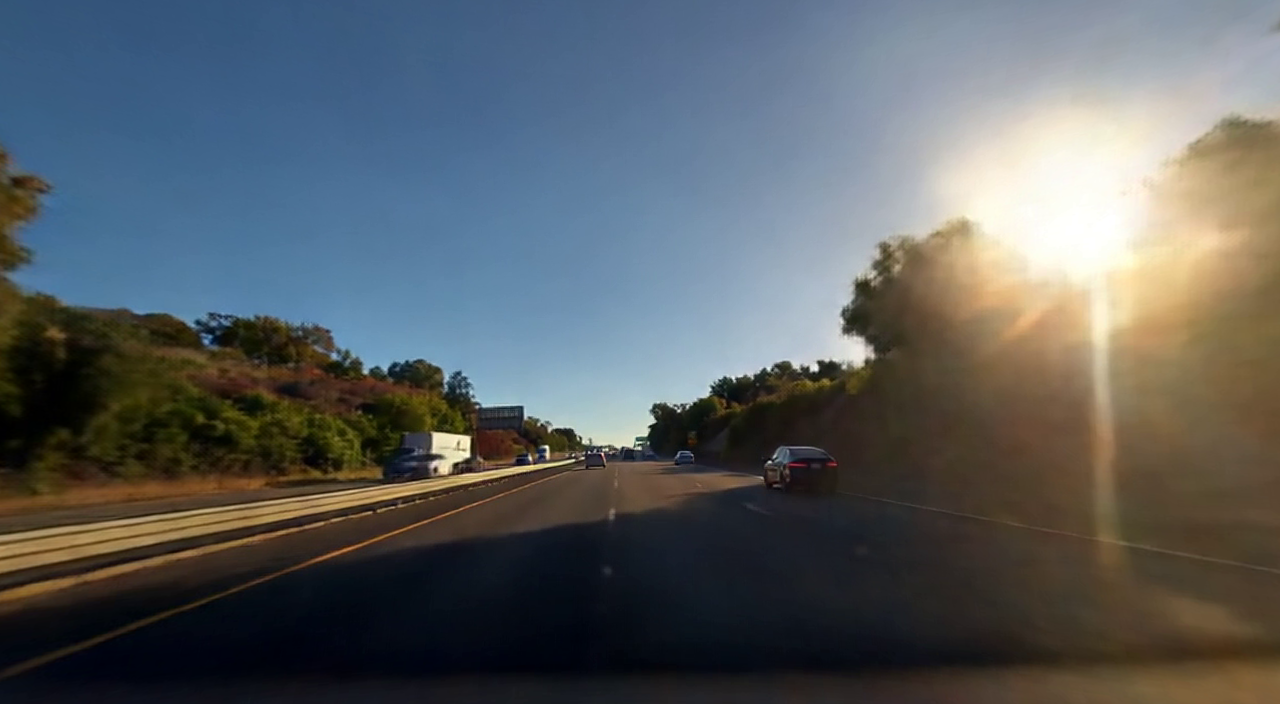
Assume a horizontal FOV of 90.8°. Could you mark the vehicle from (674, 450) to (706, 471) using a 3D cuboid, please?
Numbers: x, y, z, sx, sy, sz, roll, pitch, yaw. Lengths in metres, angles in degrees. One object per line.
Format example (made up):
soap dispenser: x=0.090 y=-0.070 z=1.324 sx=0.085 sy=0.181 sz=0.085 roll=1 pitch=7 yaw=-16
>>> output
vehicle: x=3.728 y=8.169 z=47.685 sx=1.846 sy=1.480 sz=3.694 roll=0 pitch=-9 yaw=-3

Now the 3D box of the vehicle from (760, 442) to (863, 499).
vehicle: x=5.129 y=3.586 z=19.477 sx=1.903 sy=1.566 sz=3.866 roll=0 pitch=-9 yaw=-3

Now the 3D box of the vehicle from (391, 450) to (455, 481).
vehicle: x=-11.739 y=6.152 z=34.484 sx=1.957 sy=1.567 sz=4.514 roll=0 pitch=-9 yaw=-1

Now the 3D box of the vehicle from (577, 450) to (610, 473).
vehicle: x=-3.104 y=7.383 z=42.767 sx=2.021 sy=1.507 sz=4.272 roll=0 pitch=-9 yaw=-2
